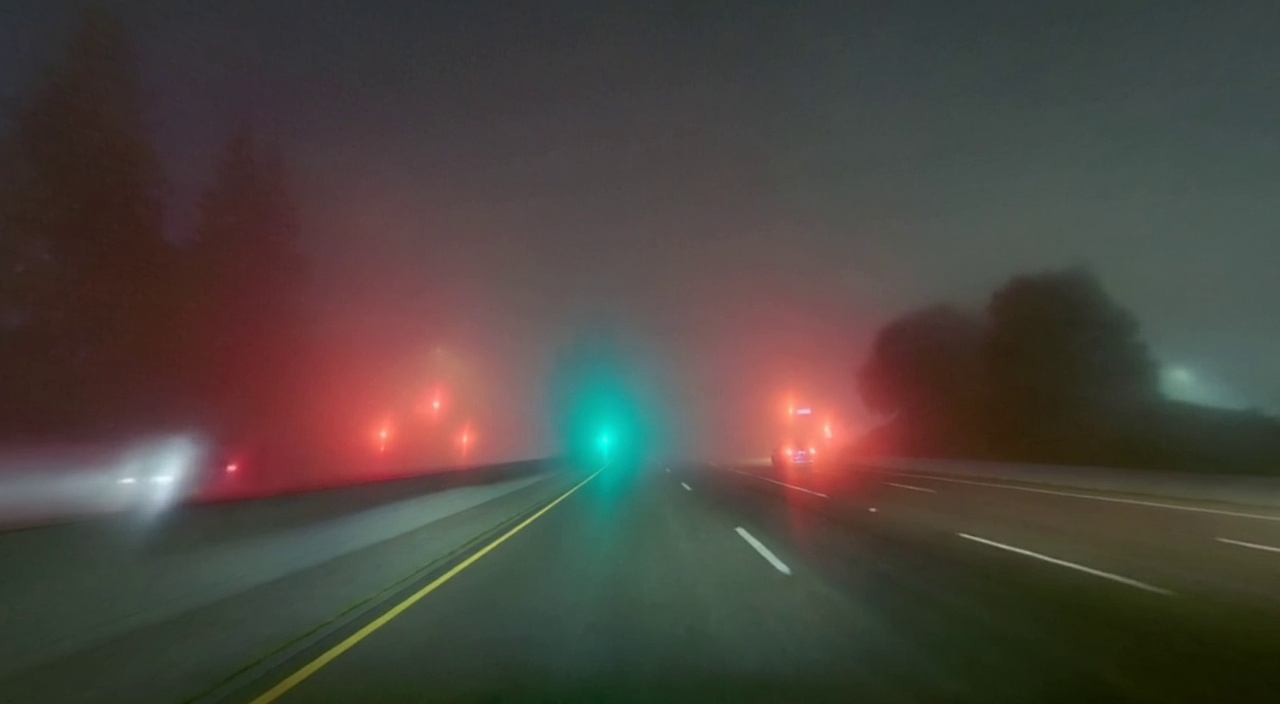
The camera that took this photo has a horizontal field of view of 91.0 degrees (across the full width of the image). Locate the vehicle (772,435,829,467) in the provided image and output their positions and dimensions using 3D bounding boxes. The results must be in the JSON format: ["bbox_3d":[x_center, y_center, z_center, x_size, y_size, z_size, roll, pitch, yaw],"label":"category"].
[{"bbox_3d":[9.652,6.003,38.324,2.170,1.830,4.720,0,-9,-1],"label":"vehicle"}]

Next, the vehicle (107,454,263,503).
[{"bbox_3d":[-15.576,4.321,21.956,1.972,1.473,4.632,0,-8,0],"label":"vehicle"}]
